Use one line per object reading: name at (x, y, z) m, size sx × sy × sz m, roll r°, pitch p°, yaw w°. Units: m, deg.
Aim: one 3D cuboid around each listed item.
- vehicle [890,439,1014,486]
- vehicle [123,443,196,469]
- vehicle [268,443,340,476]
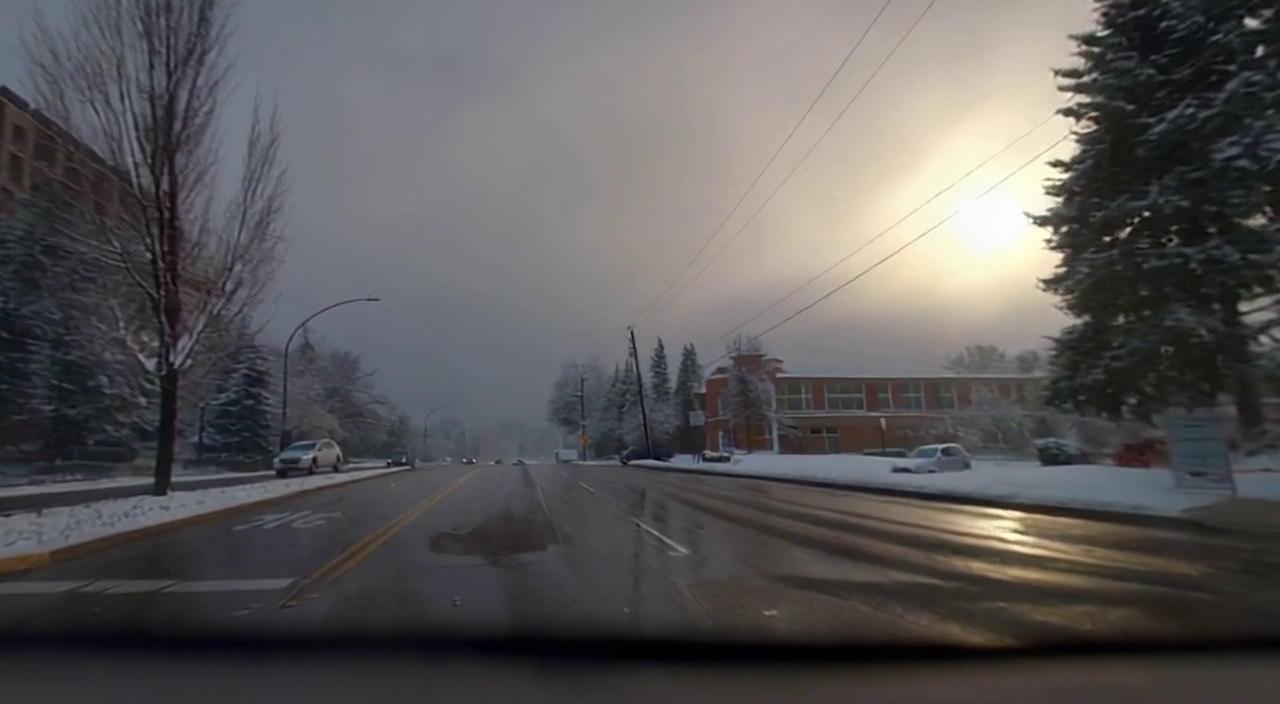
vehicle at (12.770, 4.552, 25.816) m, size 4.030 × 1.483 × 1.859 m, roll -2°, pitch -14°, yaw -10°
vehicle at (-37.541, 8.161, 49.138) m, size 3.770 × 1.737 × 2.102 m, roll 2°, pitch -16°, yaw -13°
vehicle at (-17.699, 5.656, 33.299) m, size 2.060 × 1.618 × 4.203 m, roll 1°, pitch -9°, yaw -10°
